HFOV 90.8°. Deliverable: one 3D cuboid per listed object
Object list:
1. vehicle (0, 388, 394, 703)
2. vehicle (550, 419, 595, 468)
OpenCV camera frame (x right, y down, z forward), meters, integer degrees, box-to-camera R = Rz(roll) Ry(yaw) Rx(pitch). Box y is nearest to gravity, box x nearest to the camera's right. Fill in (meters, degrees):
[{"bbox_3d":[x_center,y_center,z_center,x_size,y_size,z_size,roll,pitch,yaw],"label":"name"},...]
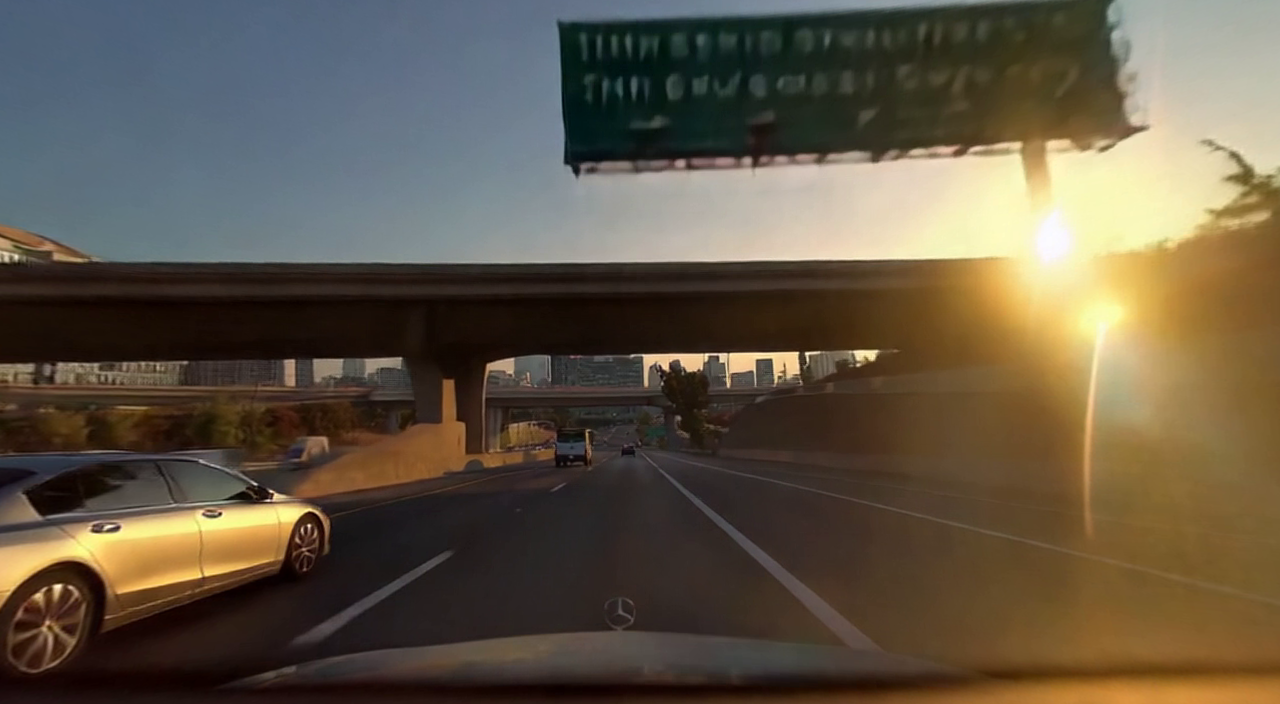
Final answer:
[{"bbox_3d":[-3.864,1.270,4.948,2.025,1.556,4.594,0,-8,0],"label":"vehicle"},{"bbox_3d":[-4.357,6.120,42.139,2.364,2.953,6.732,0,-8,-1],"label":"vehicle"}]
